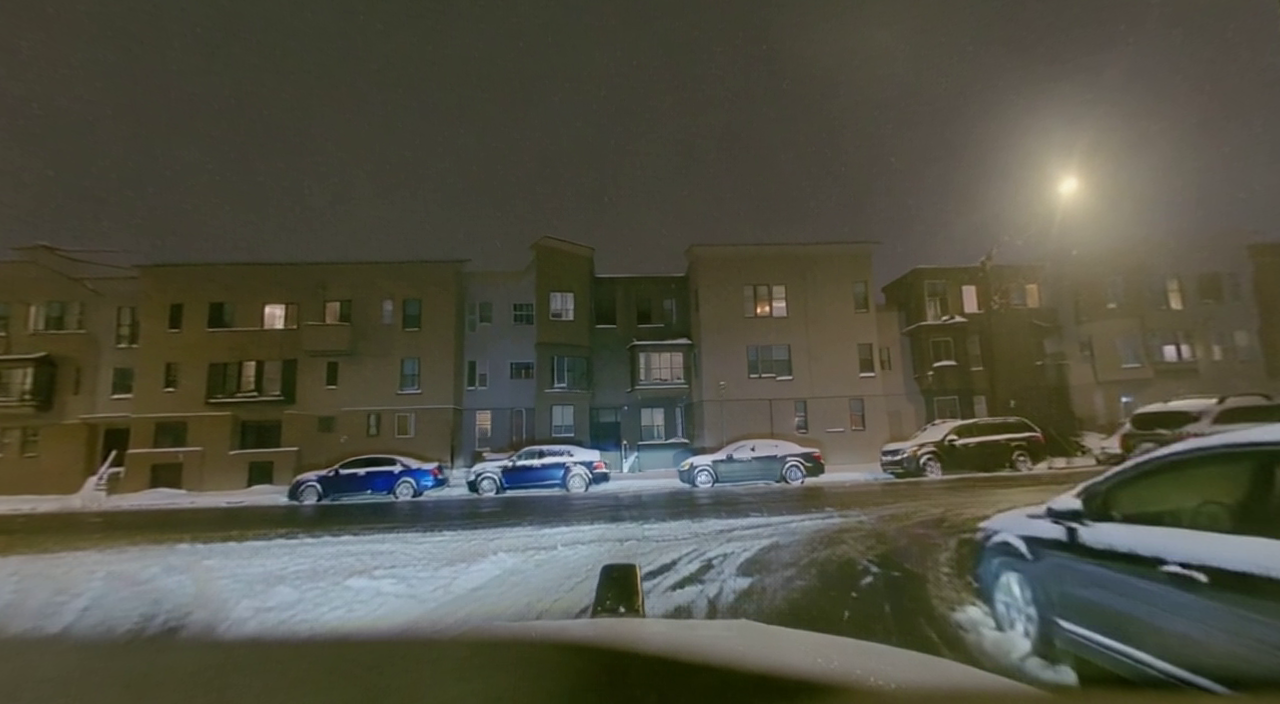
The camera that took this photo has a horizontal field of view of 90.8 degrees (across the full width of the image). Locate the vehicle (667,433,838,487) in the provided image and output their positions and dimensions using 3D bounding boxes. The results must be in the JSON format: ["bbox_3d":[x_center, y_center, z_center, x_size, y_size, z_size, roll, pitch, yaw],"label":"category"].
[{"bbox_3d":[3.243,3.190,18.828,4.681,1.480,1.817,1,-9,-4],"label":"vehicle"}]

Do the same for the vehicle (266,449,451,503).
[{"bbox_3d":[-7.882,3.501,18.104,4.423,1.449,1.813,1,-9,-6],"label":"vehicle"}]

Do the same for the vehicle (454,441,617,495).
[{"bbox_3d":[-2.950,3.372,18.515,4.489,1.470,1.776,1,-9,-4],"label":"vehicle"}]

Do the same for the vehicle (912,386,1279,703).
[{"bbox_3d":[3.186,0.994,2.938,1.991,1.489,4.693,0,-9,4],"label":"vehicle"}]
